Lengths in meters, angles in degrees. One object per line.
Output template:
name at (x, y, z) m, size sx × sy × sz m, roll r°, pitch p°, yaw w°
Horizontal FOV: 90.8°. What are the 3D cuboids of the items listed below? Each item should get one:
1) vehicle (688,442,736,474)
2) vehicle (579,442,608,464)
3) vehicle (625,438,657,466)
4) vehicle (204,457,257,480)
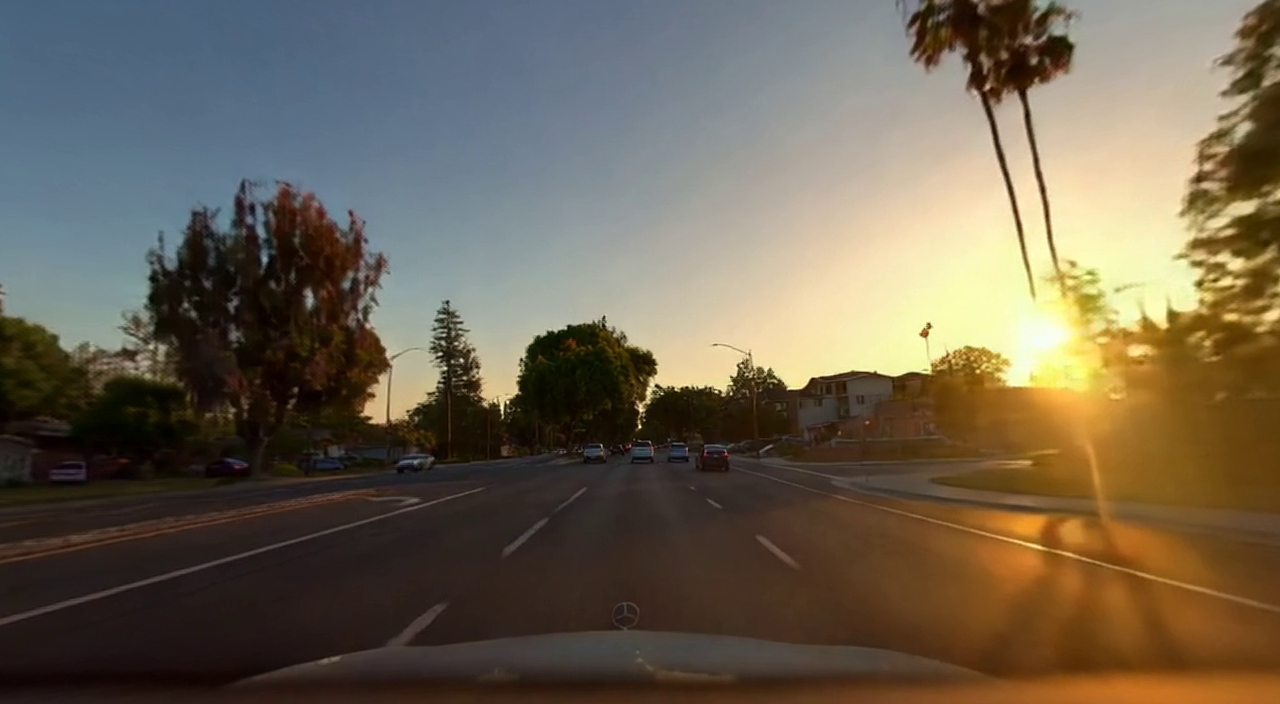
vehicle at (3.482, 5.172, 31.189) m, size 1.830 × 1.451 × 4.009 m, roll 0°, pitch -8°, yaw -1°
vehicle at (-3.597, 7.861, 49.248) m, size 2.000 × 1.569 × 3.794 m, roll 0°, pitch -8°, yaw 0°
vehicle at (0.053, 6.800, 43.084) m, size 2.043 × 1.734 × 4.253 m, roll 0°, pitch -8°, yaw -1°
vehicle at (-29.179, 8.258, 44.967) m, size 4.771 × 1.479 × 1.888 m, roll -8°, pitch -11°, yaw 42°
